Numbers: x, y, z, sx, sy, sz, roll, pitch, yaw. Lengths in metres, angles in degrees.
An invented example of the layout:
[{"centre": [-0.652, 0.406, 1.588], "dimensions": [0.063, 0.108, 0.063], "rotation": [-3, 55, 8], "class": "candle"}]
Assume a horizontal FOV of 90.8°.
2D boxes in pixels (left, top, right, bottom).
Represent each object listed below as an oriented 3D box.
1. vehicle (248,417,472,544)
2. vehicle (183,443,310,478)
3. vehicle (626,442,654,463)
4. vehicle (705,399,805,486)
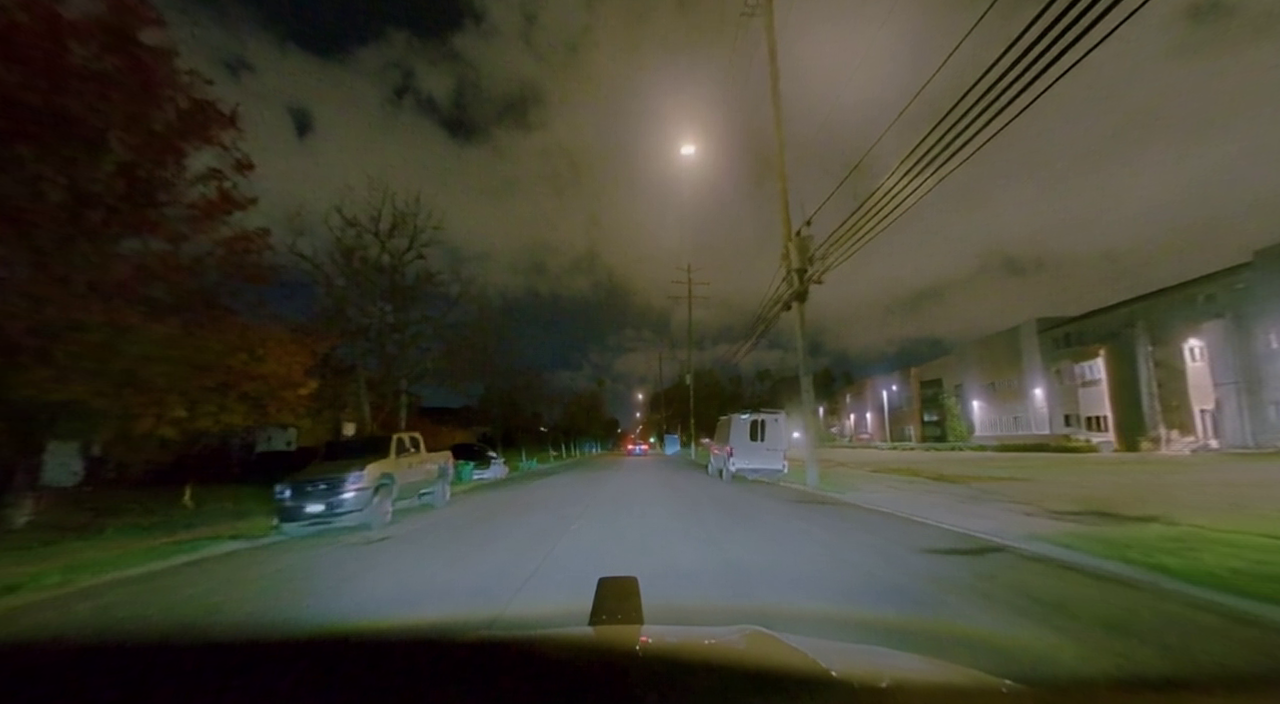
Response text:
[{"centre": [-5.845, 2.644, 14.341], "dimensions": [2.284, 2.119, 5.984], "rotation": [-4, -7, 1], "class": "vehicle"}, {"centre": [-19.984, 5.504, 32.374], "dimensions": [5.310, 1.547, 1.820], "rotation": [3, -9, -27], "class": "vehicle"}, {"centre": [-0.036, 7.778, 48.984], "dimensions": [2.062, 1.509, 4.305], "rotation": [-1, -8, -1], "class": "vehicle"}, {"centre": [4.041, 3.375, 23.516], "dimensions": [2.384, 2.791, 5.899], "rotation": [0, -8, -2], "class": "vehicle"}]
